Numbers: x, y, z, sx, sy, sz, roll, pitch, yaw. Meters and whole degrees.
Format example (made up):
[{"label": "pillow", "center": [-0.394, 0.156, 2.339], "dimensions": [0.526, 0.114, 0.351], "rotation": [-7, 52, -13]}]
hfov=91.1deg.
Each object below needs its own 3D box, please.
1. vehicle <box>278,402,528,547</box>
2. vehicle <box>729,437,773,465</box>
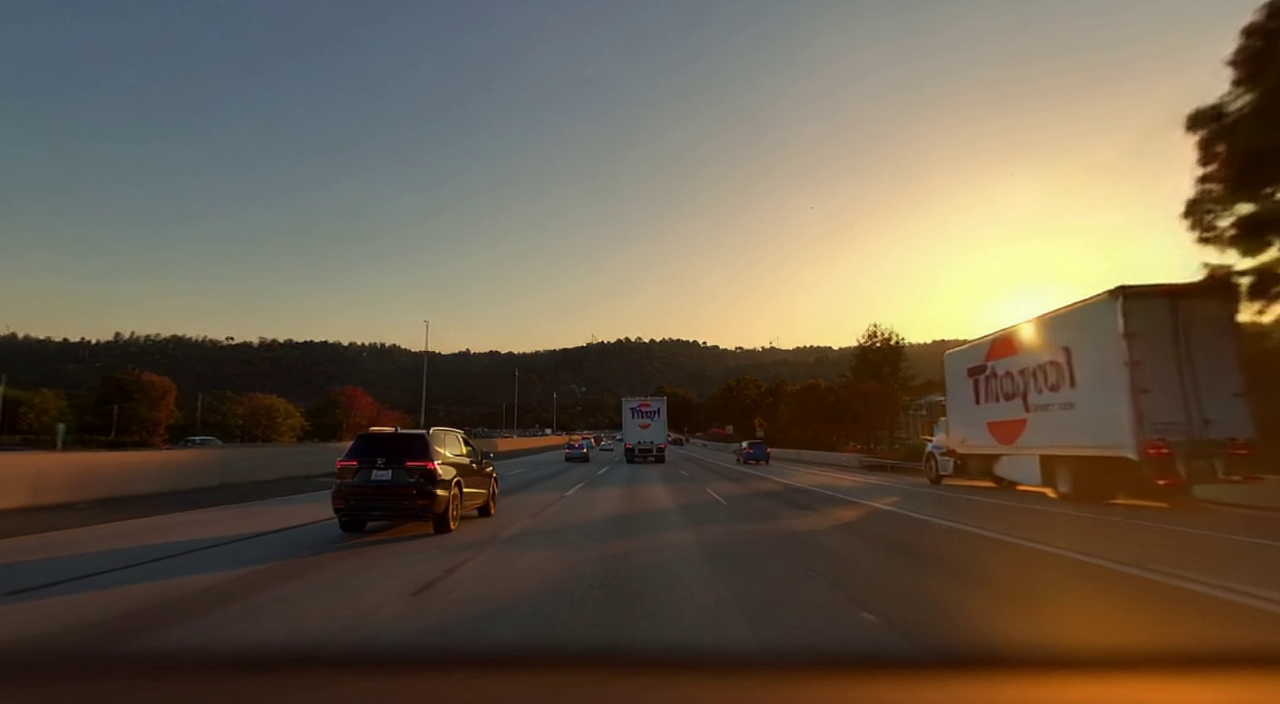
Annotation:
[{"label": "vehicle", "center": [-3.457, 1.927, 10.488], "dimensions": [2.178, 1.826, 4.933], "rotation": [0, -9, 1]}, {"label": "vehicle", "center": [6.897, 6.212, 39.536], "dimensions": [1.958, 1.681, 4.109], "rotation": [0, -9, -1]}]
